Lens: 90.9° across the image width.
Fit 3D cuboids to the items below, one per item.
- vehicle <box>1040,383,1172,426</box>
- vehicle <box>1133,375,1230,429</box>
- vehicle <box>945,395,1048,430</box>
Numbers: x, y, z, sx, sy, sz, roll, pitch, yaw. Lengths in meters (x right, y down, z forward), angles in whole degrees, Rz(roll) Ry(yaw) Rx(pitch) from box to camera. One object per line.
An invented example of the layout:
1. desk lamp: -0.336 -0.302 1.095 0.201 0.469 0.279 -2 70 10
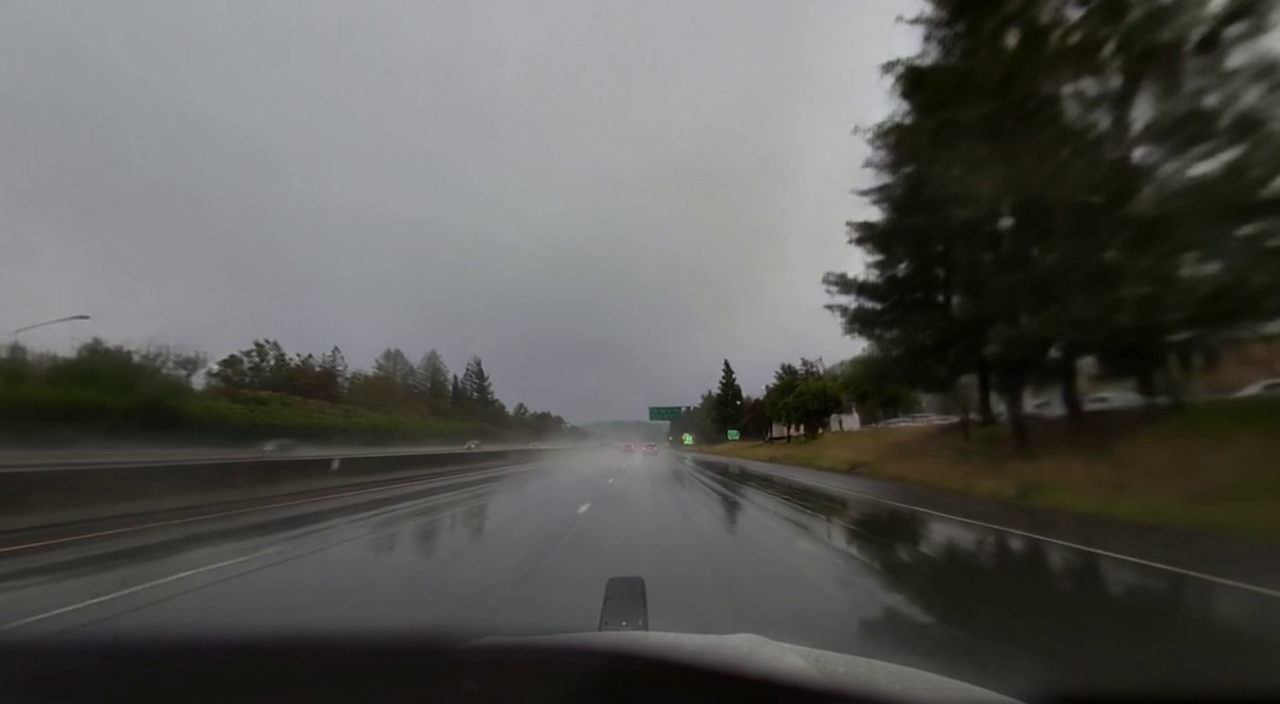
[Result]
1. vehicle: 18.217 2.130 24.921 3.884 1.482 1.843 -5 -10 28
2. vehicle: 36.988 3.559 42.949 8.349 3.334 2.693 5 -10 -35
3. vehicle: 18.177 3.162 32.324 4.366 1.571 1.844 -5 -9 28
